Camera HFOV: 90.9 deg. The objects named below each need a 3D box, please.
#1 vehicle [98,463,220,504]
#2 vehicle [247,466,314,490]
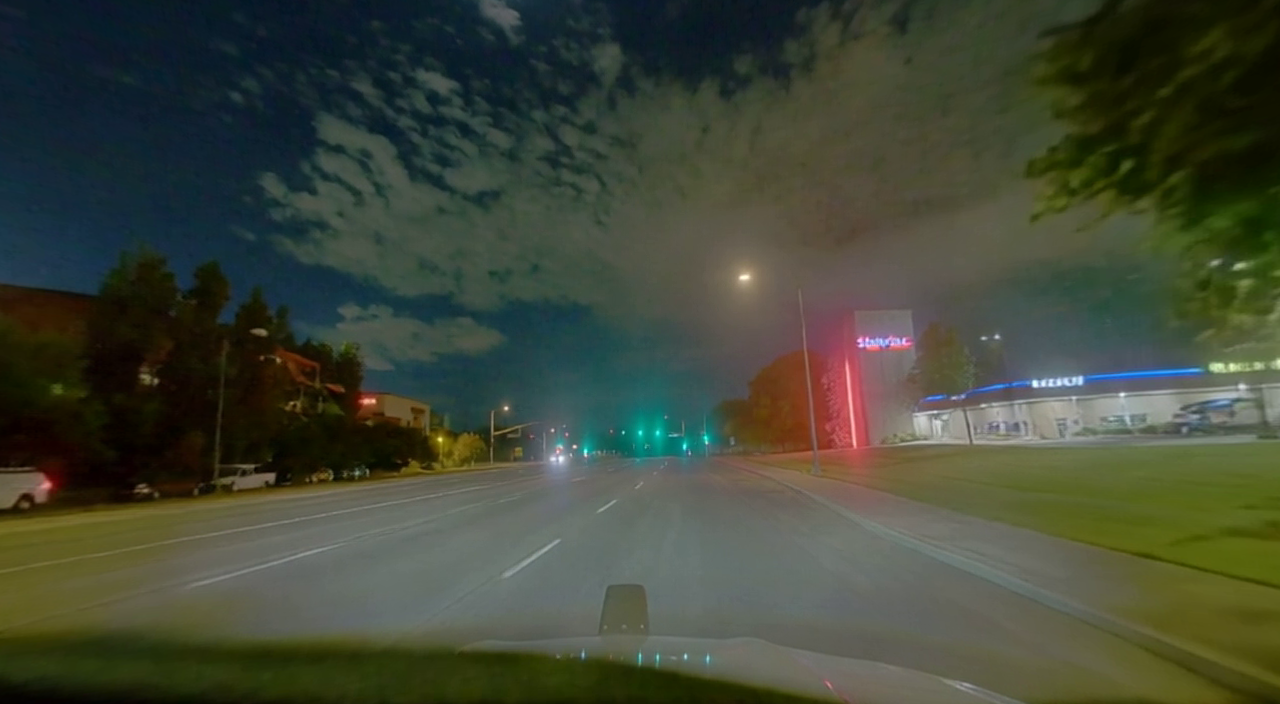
[{"bbox_3d":[-22.585,6.162,29.872,1.918,1.503,4.632,-6,-10,4],"label":"vehicle"},{"bbox_3d":[-24.471,8.580,43.062,1.827,1.370,4.191,-1,-8,6],"label":"vehicle"}]
